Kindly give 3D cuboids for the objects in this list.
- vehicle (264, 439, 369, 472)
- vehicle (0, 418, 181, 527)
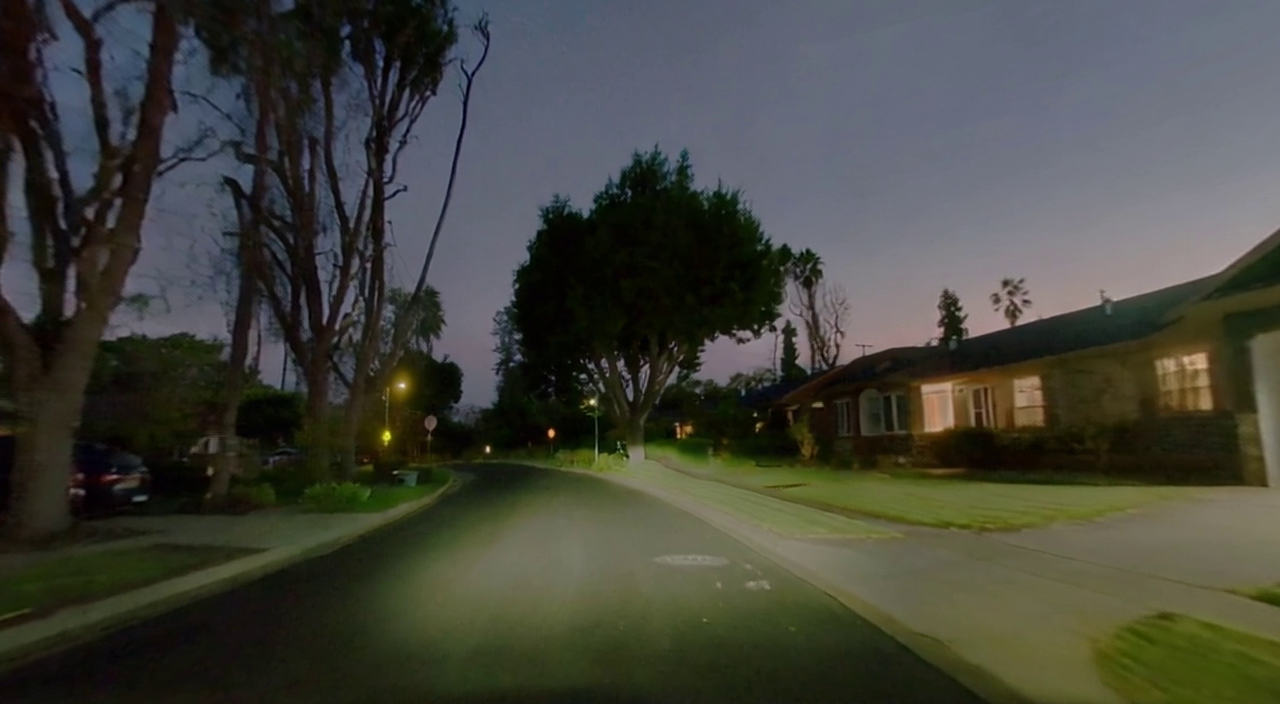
[{"bbox_3d":[-16.808,5.419,32.983,4.471,1.638,1.877,2,-8,-13],"label":"vehicle"},{"bbox_3d":[-11.578,2.157,11.273,4.961,1.757,1.971,1,-9,-17],"label":"vehicle"}]
